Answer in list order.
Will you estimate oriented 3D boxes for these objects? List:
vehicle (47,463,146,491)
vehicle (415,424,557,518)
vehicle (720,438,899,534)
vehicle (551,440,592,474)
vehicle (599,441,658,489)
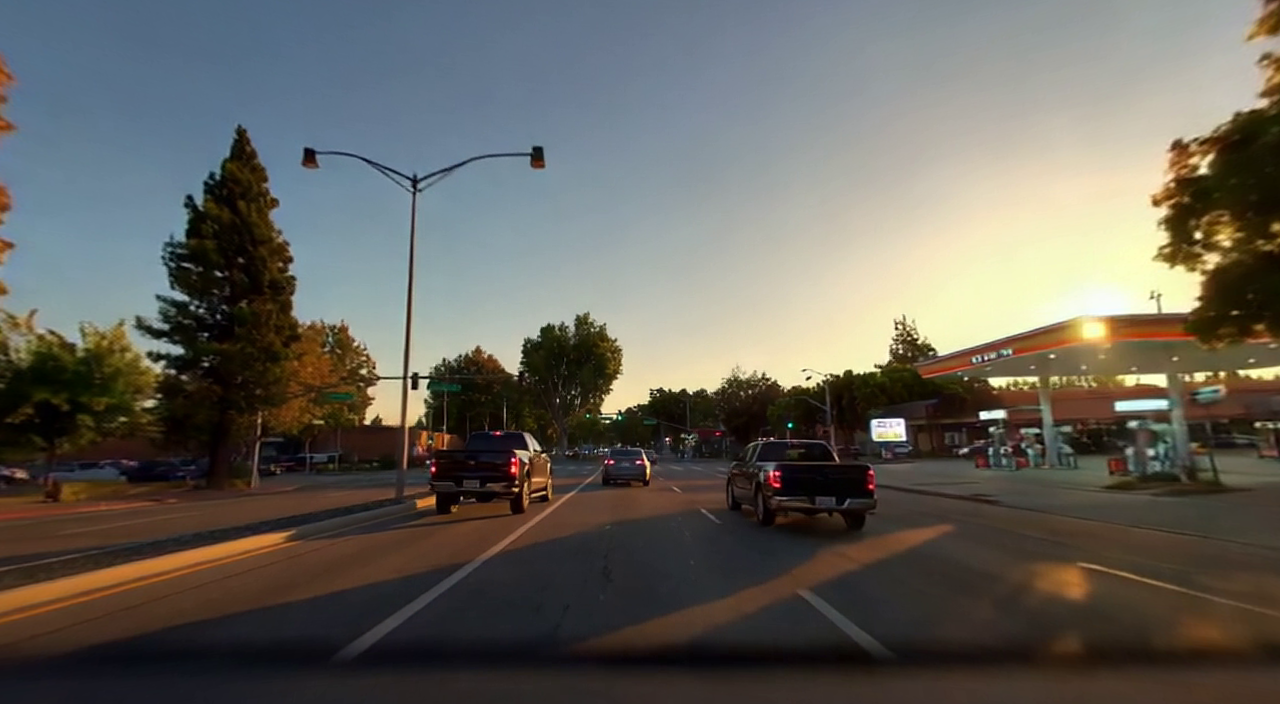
[{"bbox_3d":[-36.167,8.272,42.146,1.929,1.636,4.589,-7,-11,38],"label":"vehicle"},{"bbox_3d":[-3.532,2.858,15.814,2.195,1.905,5.634,0,-9,-1],"label":"vehicle"},{"bbox_3d":[2.952,2.441,12.220,2.061,1.487,4.462,0,-9,-2],"label":"vehicle"},{"bbox_3d":[-4.377,6.804,41.116,2.321,2.026,5.307,0,-9,-3],"label":"vehicle"},{"bbox_3d":[-0.436,4.169,23.608,2.029,1.605,3.827,0,-9,-2],"label":"vehicle"}]
